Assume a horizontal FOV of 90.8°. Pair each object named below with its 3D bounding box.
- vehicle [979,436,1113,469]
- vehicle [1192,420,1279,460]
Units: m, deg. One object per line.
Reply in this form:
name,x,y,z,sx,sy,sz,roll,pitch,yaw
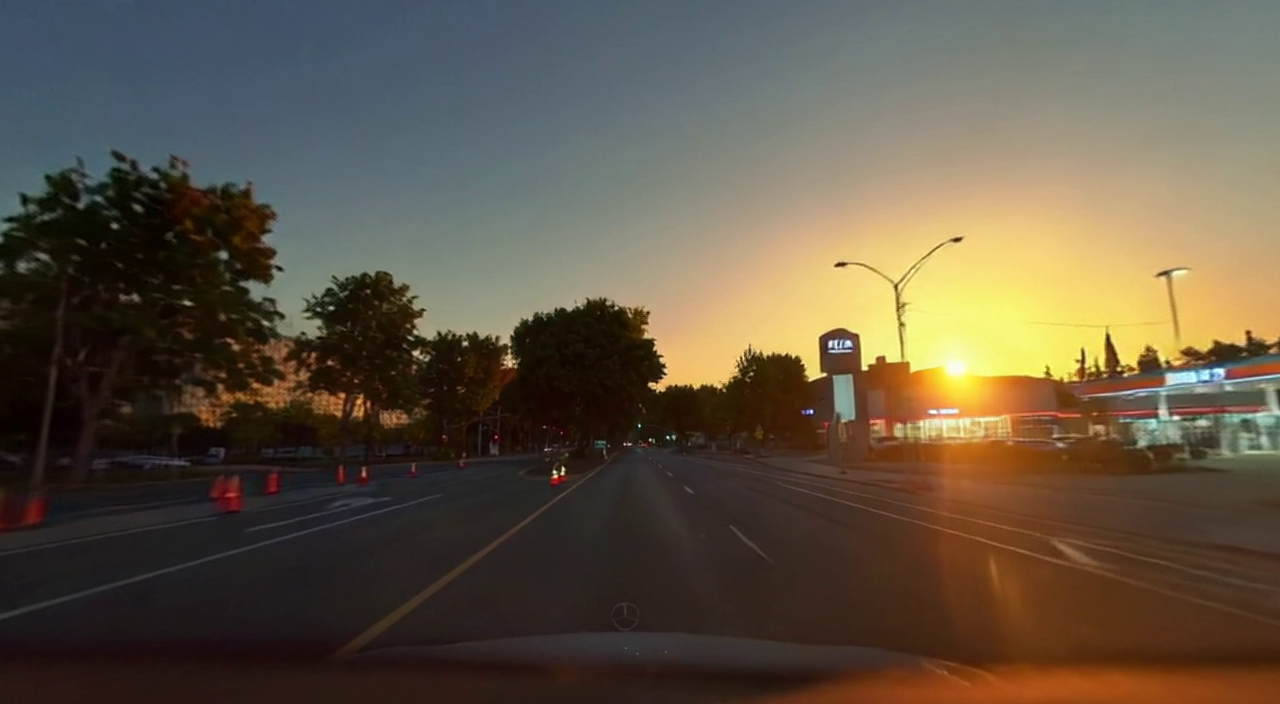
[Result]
vehicle,18.310,4.527,28.626,4.674,1.399,1.987,0,-8,0
vehicle,30.320,4.283,30.771,4.628,1.817,1.996,-2,-8,10
